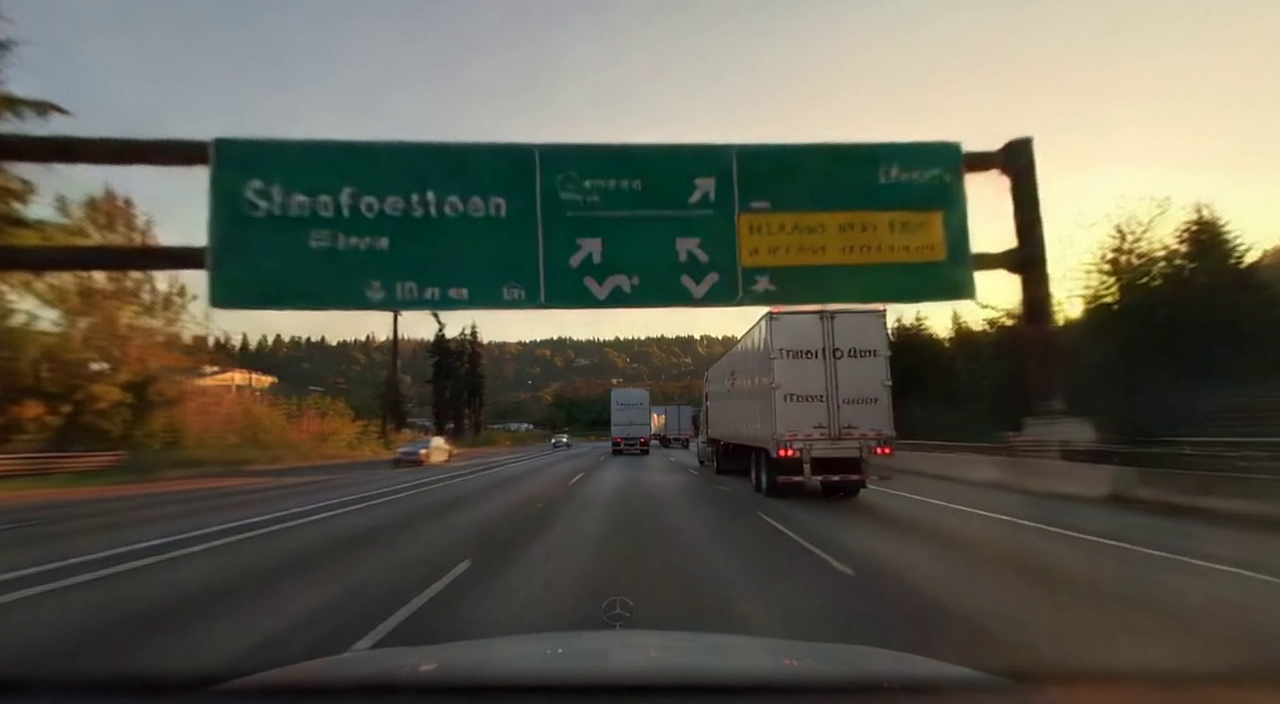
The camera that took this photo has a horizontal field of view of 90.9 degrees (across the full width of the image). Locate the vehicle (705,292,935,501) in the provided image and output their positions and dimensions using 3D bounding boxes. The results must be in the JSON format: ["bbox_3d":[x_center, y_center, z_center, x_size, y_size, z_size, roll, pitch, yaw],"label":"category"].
[{"bbox_3d":[4.266,1.818,19.690,2.856,4.145,14.500,0,-8,0],"label":"vehicle"}]

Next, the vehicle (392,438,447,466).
[{"bbox_3d":[-12.709,5.765,36.537,1.803,1.483,3.963,0,-8,0],"label":"vehicle"}]

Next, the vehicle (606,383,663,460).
[{"bbox_3d":[-0.334,4.266,37.598,2.958,3.917,10.196,0,-8,-1],"label":"vehicle"}]
